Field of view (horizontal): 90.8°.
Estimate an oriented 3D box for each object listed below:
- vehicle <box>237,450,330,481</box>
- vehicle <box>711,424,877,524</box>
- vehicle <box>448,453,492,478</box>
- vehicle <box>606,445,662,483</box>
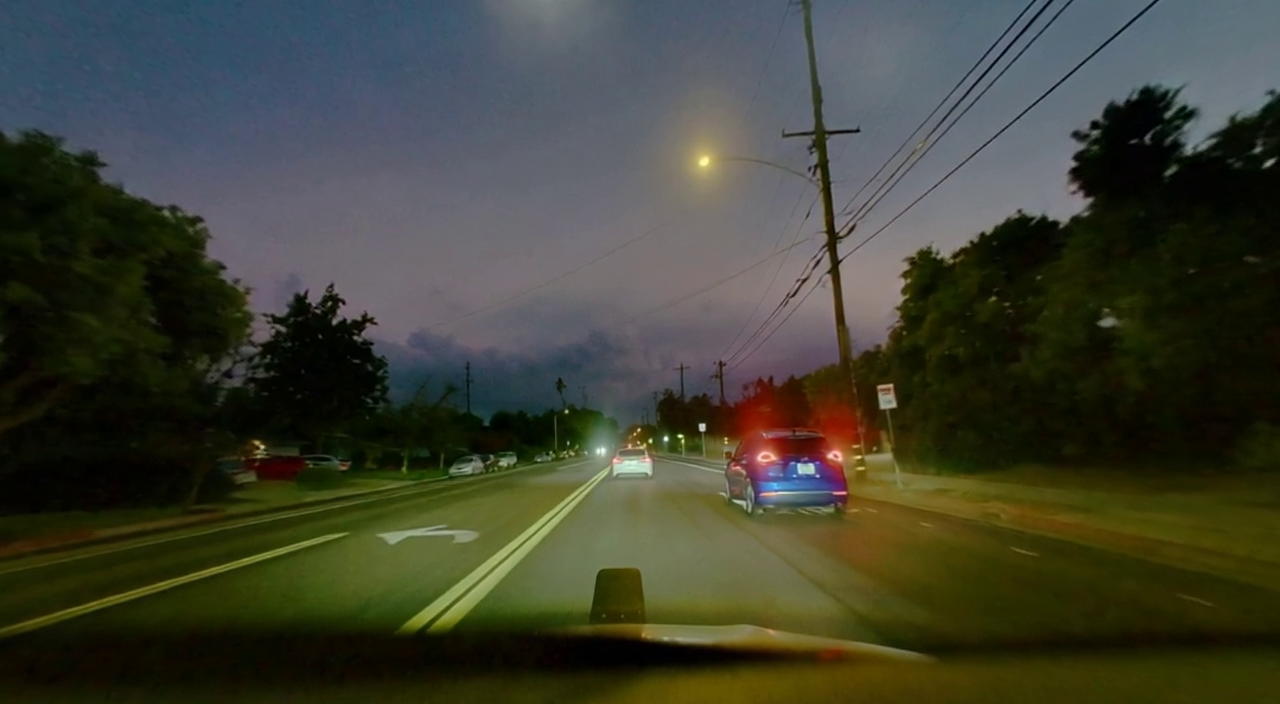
[{"bbox_3d":[-21.045,6.691,37.452,4.240,1.717,2.043,0,-8,-2],"label":"vehicle"},{"bbox_3d":[3.028,2.531,13.716,2.200,1.763,4.676,1,-8,-3],"label":"vehicle"},{"bbox_3d":[-12.252,8.156,45.795,2.044,1.534,4.554,-1,-8,-2],"label":"vehicle"},{"bbox_3d":[-0.239,4.668,26.668,2.196,1.449,4.006,0,-8,0],"label":"vehicle"}]
